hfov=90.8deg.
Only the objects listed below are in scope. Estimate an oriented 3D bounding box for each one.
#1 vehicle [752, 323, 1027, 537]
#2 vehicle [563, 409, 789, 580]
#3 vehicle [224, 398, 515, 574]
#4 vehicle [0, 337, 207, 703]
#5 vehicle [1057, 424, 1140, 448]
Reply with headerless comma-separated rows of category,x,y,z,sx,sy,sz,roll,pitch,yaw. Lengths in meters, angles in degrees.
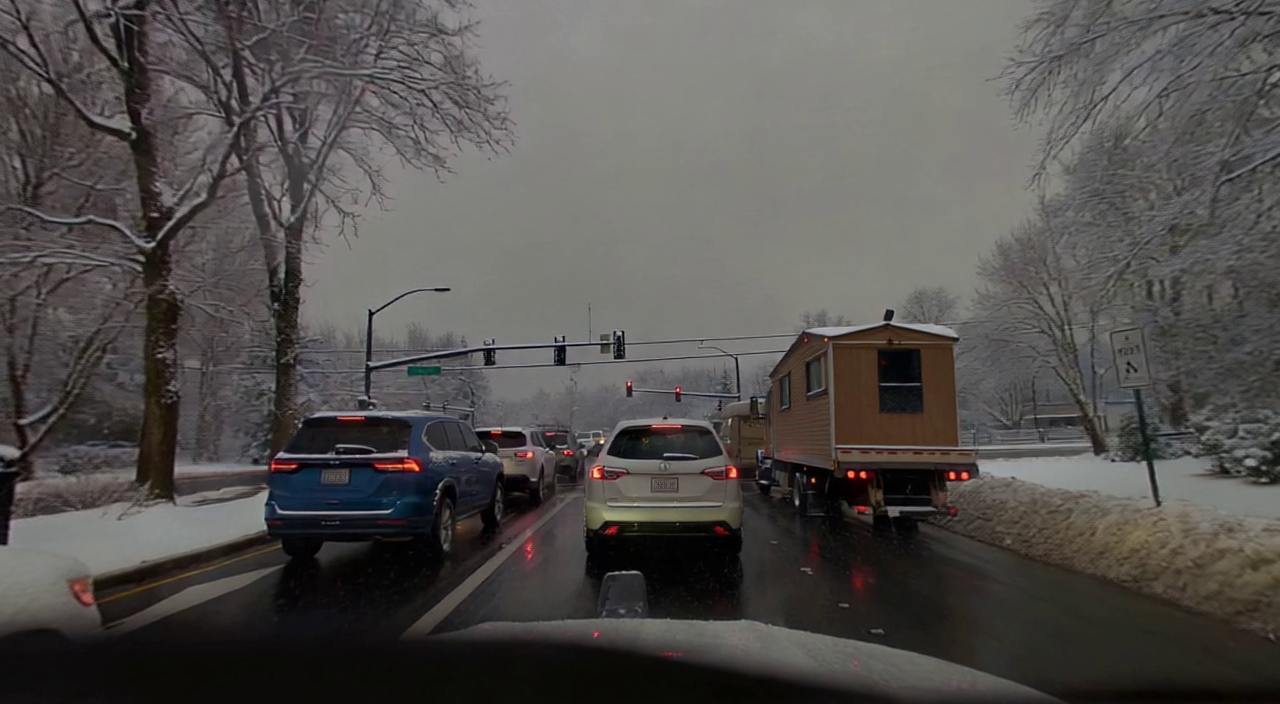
vehicle,3.689,1.396,10.996,2.531,2.750,5.595,0,-8,1
vehicle,0.362,1.702,8.312,2.189,1.649,4.171,0,-9,0
vehicle,-3.267,1.724,8.852,2.085,1.812,4.388,0,-9,0
vehicle,-3.432,0.675,1.470,1.952,1.730,4.116,0,-9,-1
vehicle,33.171,6.142,45.879,4.671,1.595,1.824,-6,-10,31
